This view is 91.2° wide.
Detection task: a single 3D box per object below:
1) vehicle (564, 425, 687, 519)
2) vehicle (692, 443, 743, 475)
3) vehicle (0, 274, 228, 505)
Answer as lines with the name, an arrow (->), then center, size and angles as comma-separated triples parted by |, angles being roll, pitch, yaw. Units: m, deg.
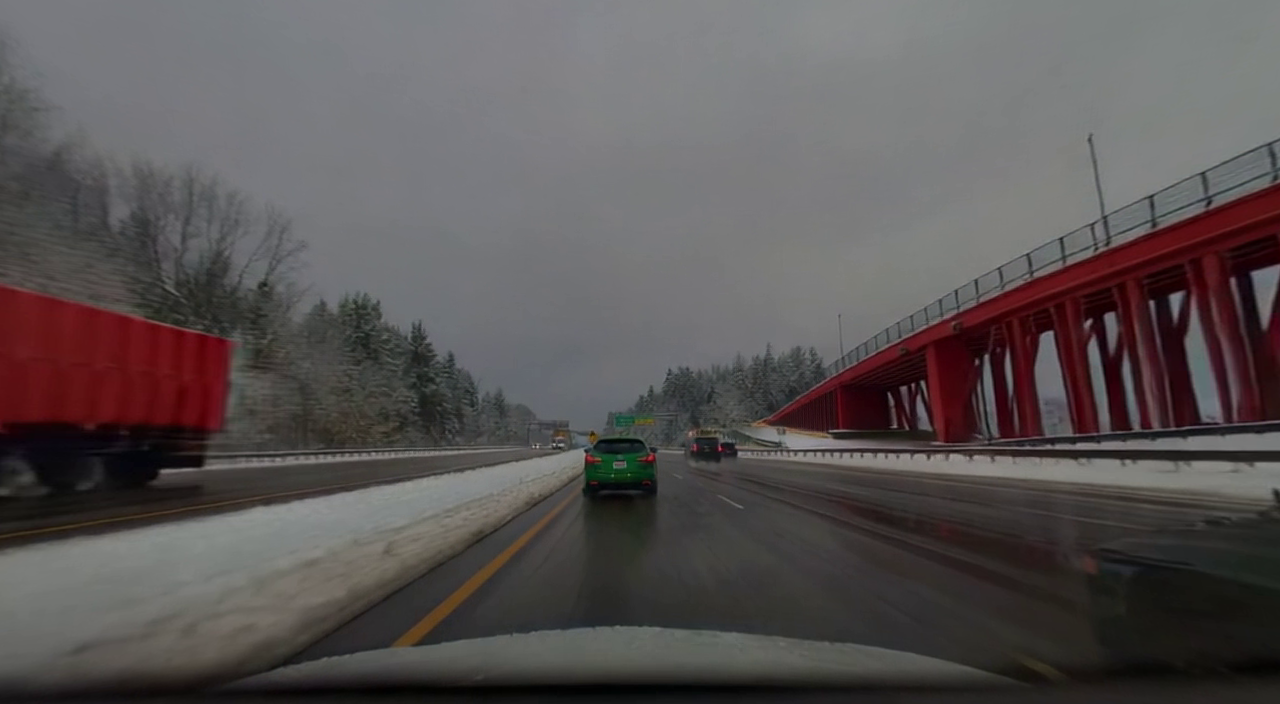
vehicle -> -0.285, 2.525, 13.655 | 2.259, 1.699, 4.015 | 0, -9, 0
vehicle -> 3.822, 5.326, 31.472 | 1.894, 1.487, 3.751 | 0, -9, -2
vehicle -> -12.954, 0.569, 10.500 | 3.002, 4.083, 13.682 | 0, -9, -1
